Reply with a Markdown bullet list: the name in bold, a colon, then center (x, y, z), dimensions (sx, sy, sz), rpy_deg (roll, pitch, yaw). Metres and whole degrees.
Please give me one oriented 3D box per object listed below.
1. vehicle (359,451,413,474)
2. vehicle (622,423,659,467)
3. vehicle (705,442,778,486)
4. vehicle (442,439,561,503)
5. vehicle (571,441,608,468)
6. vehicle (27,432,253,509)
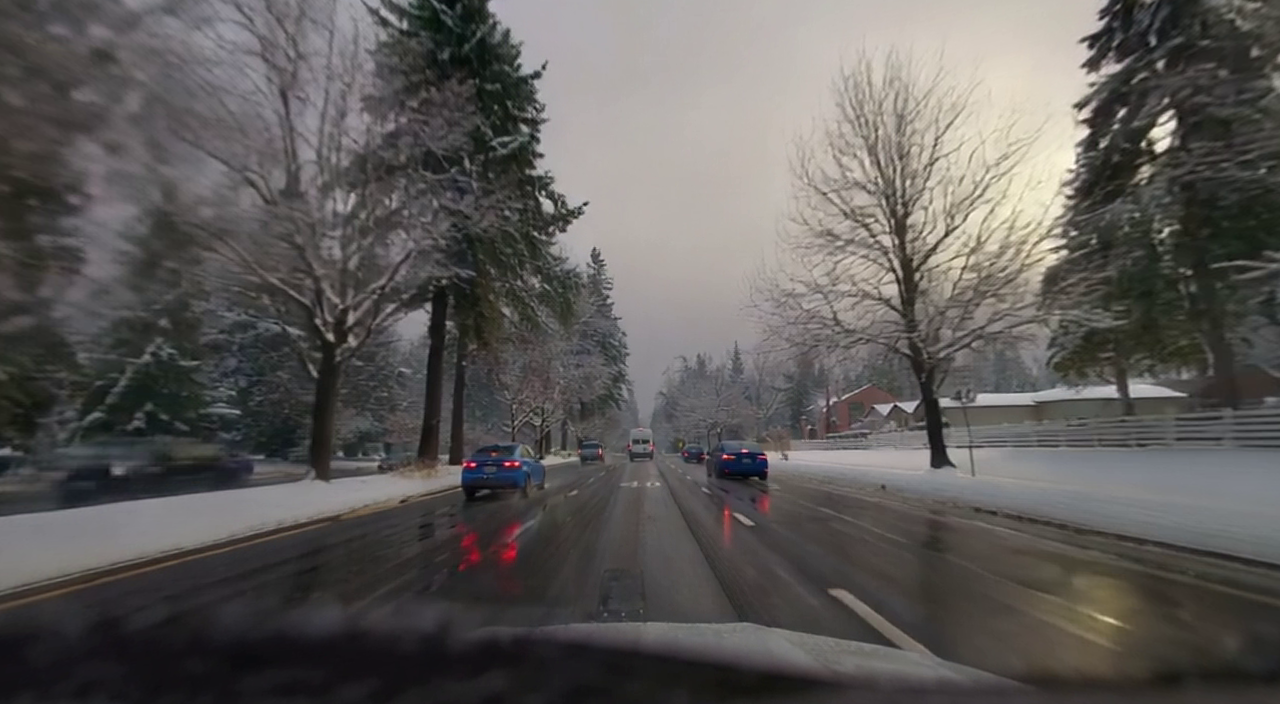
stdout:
- **vehicle**: center (-17.820, 7.766, 44.263), dimensions (1.852, 1.471, 4.746), rpy_deg (0, -8, 0)
- **vehicle**: center (0.049, 6.259, 42.112), dimensions (2.311, 2.726, 5.814), rpy_deg (0, -9, 1)
- **vehicle**: center (3.652, 4.100, 23.345), dimensions (1.945, 1.469, 4.258), rpy_deg (0, -8, 0)
- **vehicle**: center (-3.523, 3.123, 16.973), dimensions (2.036, 1.474, 4.647), rpy_deg (0, -8, 1)
- **vehicle**: center (-3.259, 6.714, 41.296), dimensions (2.021, 1.715, 4.329), rpy_deg (0, -8, 1)
- **vehicle**: center (-14.042, 3.339, 18.249), dimensions (2.105, 1.877, 5.373), rpy_deg (0, -8, 0)
